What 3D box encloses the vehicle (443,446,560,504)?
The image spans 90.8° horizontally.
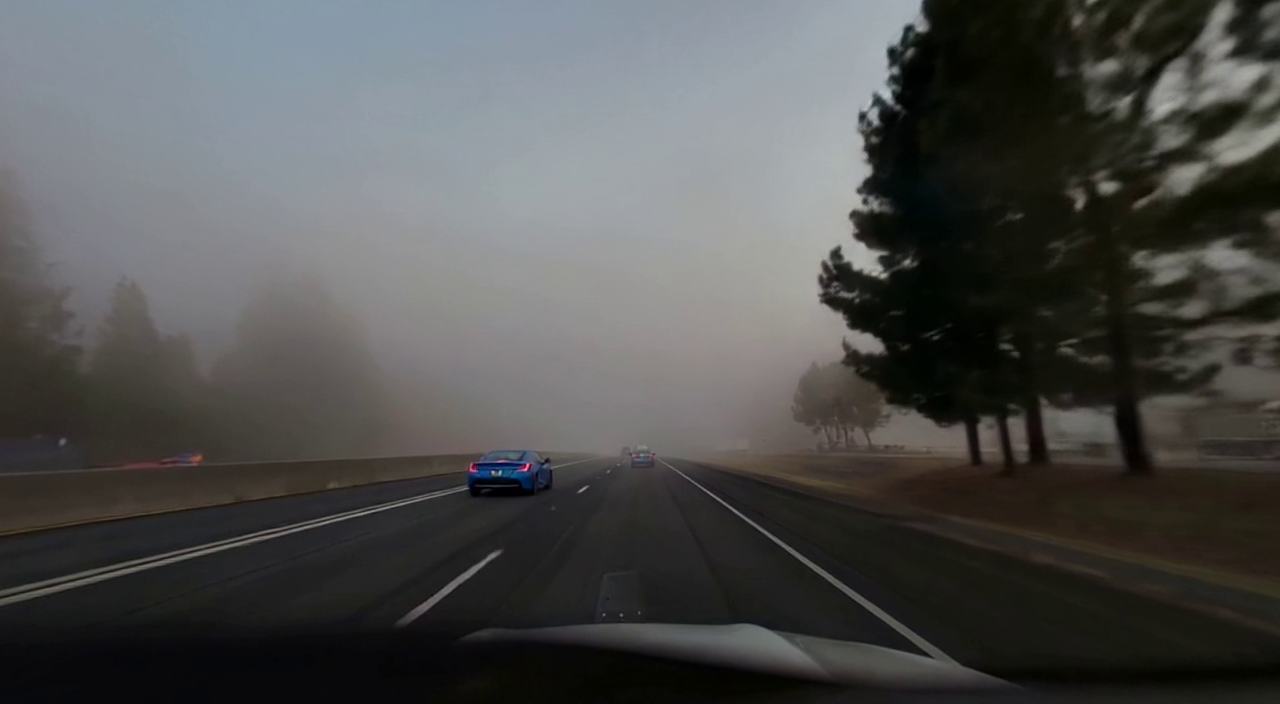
[{"bbox_3d":[-3.781,3.450,18.219,2.170,1.451,4.584,0,-9,2],"label":"vehicle"}]

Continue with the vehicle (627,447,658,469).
[{"bbox_3d":[0.164,7.514,44.966,2.079,1.450,3.942,0,-9,0],"label":"vehicle"}]
